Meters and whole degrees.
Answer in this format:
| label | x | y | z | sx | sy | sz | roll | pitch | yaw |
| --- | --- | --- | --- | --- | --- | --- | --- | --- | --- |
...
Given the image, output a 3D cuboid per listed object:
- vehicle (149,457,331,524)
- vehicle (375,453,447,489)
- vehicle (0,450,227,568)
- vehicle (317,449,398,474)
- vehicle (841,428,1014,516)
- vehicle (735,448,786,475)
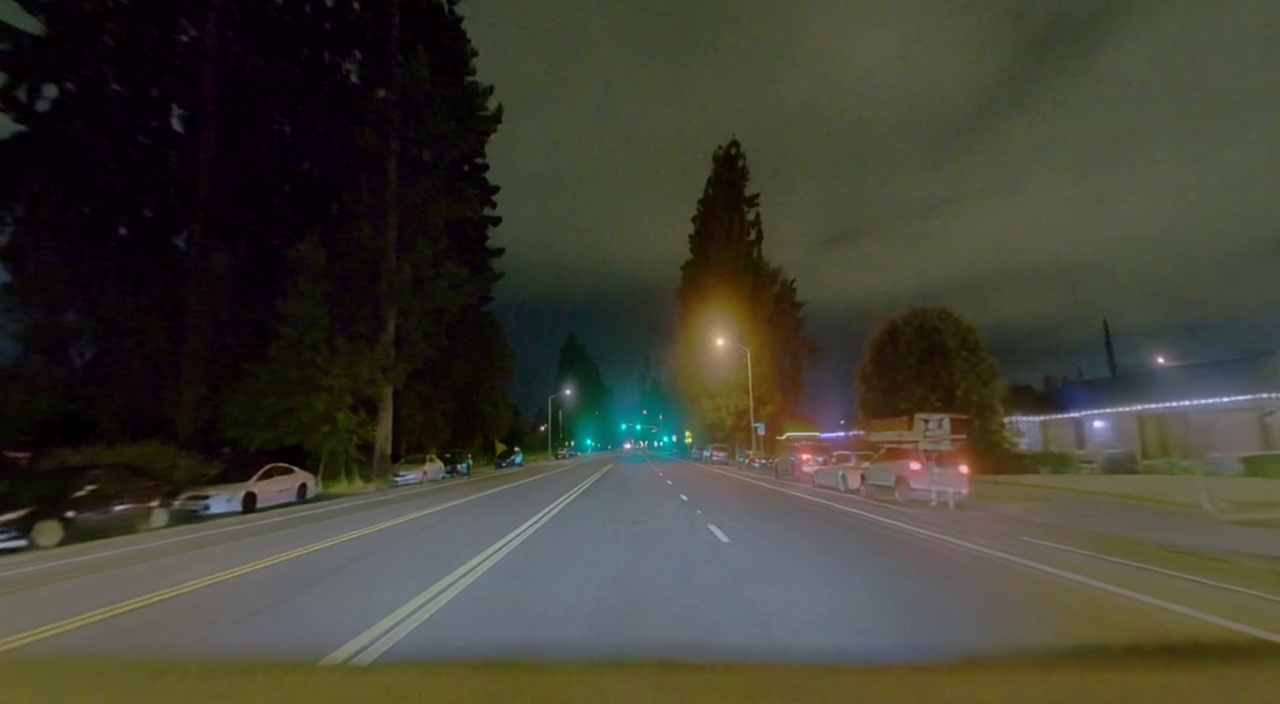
| label | x | y | z | sx | sy | sz | roll | pitch | yaw |
| --- | --- | --- | --- | --- | --- | --- | --- | --- | --- |
| vehicle | -10.857 | 3.752 | 17.707 | 2.007 | 1.528 | 4.710 | -2 | -9 | 0 |
| vehicle | -10.872 | 5.655 | 30.339 | 1.840 | 1.526 | 4.214 | -1 | -9 | 1 |
| vehicle | -10.807 | 2.782 | 12.050 | 2.050 | 1.769 | 5.585 | 0 | -9 | 0 |
| vehicle | -19.205 | 7.485 | 43.075 | 4.664 | 1.524 | 1.891 | -2 | -10 | 1 |
| vehicle | 7.150 | 3.015 | 16.453 | 2.103 | 1.912 | 4.892 | 0 | -9 | -1 |
| vehicle | 7.072 | 6.455 | 37.670 | 1.982 | 1.479 | 4.687 | 0 | -9 | -2 |
